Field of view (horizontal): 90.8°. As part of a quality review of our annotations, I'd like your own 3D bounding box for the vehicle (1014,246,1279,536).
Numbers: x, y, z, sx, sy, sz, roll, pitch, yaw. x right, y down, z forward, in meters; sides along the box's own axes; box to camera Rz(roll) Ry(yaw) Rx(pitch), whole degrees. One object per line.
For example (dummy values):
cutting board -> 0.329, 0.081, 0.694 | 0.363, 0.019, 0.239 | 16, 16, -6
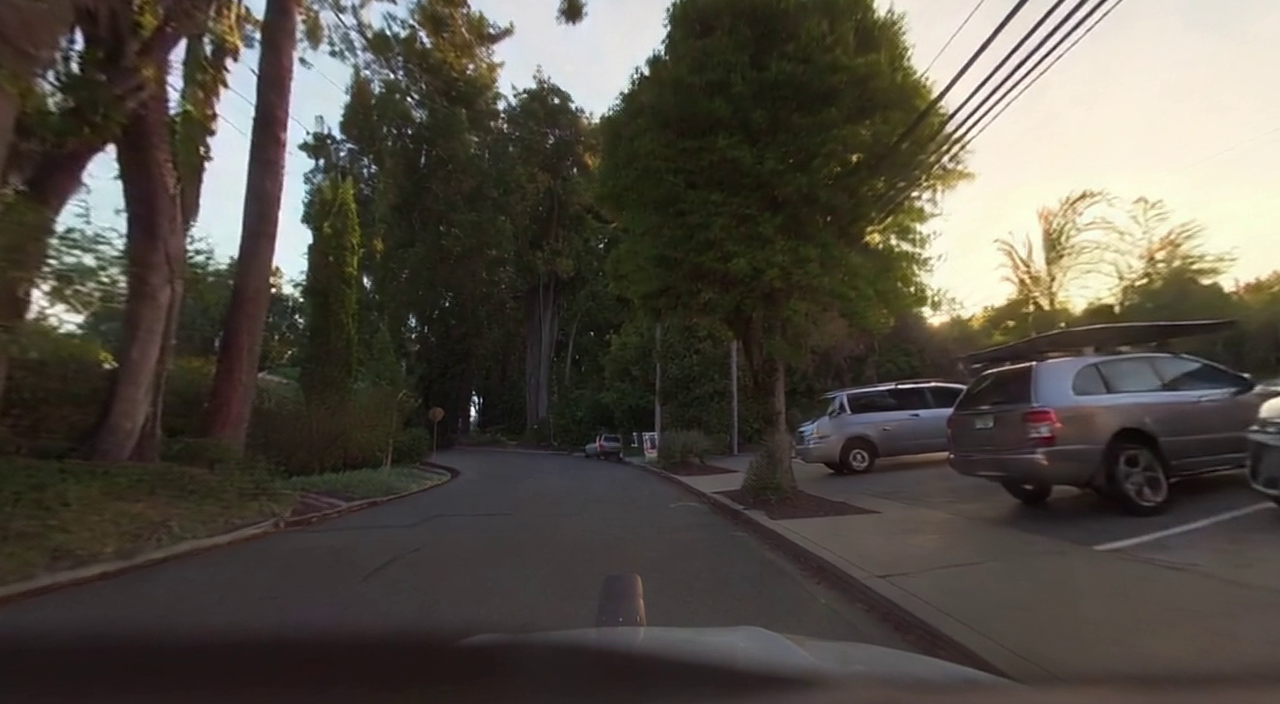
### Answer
vehicle -> 6.972, 0.576, 7.009 | 5.269, 2.289, 2.446 | 5, -10, -30
